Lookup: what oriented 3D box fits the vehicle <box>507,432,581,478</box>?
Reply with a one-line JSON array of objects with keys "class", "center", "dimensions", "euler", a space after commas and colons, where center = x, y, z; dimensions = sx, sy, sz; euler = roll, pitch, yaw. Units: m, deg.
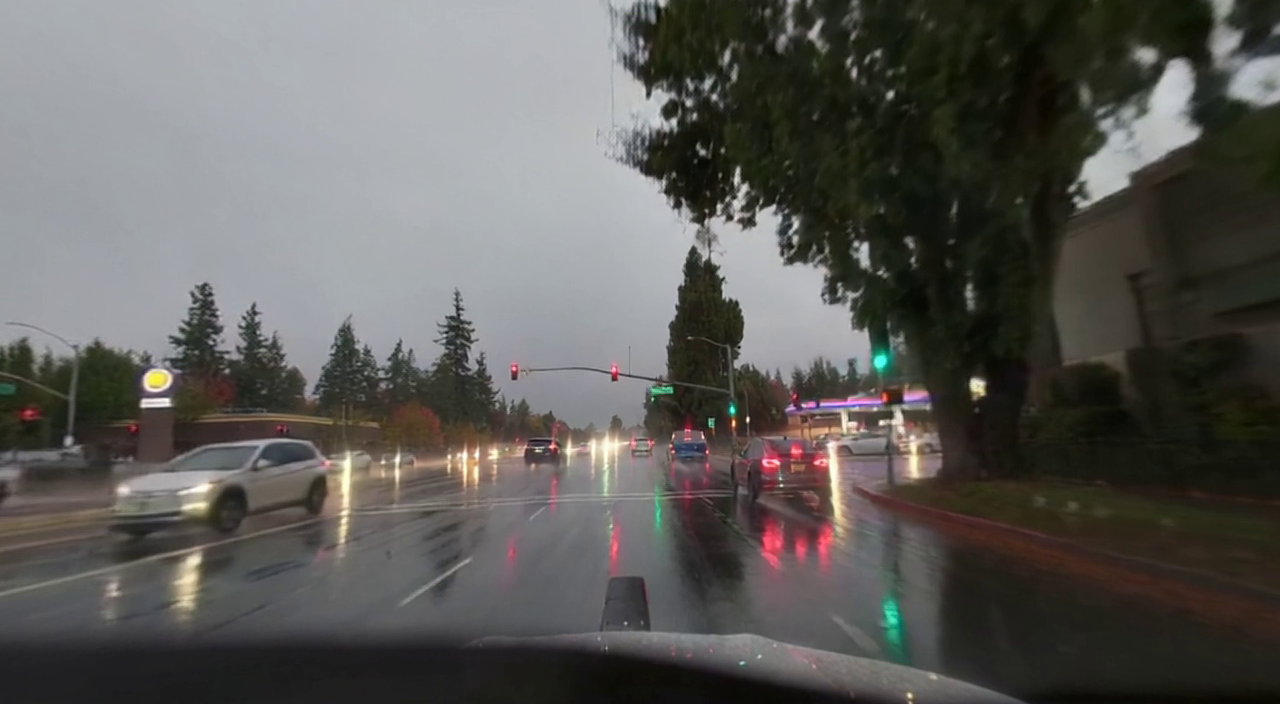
[{"class": "vehicle", "center": [-3.799, 4.191, 25.875], "dimensions": [2.250, 1.713, 4.422], "euler": [0, -8, 1]}]

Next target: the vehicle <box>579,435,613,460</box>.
[{"class": "vehicle", "center": [-3.298, 7.259, 48.154], "dimensions": [2.126, 1.810, 4.414], "euler": [0, -8, 2]}]

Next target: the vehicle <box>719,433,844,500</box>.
[{"class": "vehicle", "center": [3.437, 2.894, 16.381], "dimensions": [2.095, 1.475, 4.686], "euler": [0, -8, -1]}]

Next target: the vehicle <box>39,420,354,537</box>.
[{"class": "vehicle", "center": [-7.882, 2.296, 12.176], "dimensions": [2.224, 1.747, 5.274], "euler": [0, -8, 0]}]

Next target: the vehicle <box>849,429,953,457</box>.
[{"class": "vehicle", "center": [14.422, 5.047, 34.992], "dimensions": [4.776, 1.486, 2.138], "euler": [1, -9, -5]}]
